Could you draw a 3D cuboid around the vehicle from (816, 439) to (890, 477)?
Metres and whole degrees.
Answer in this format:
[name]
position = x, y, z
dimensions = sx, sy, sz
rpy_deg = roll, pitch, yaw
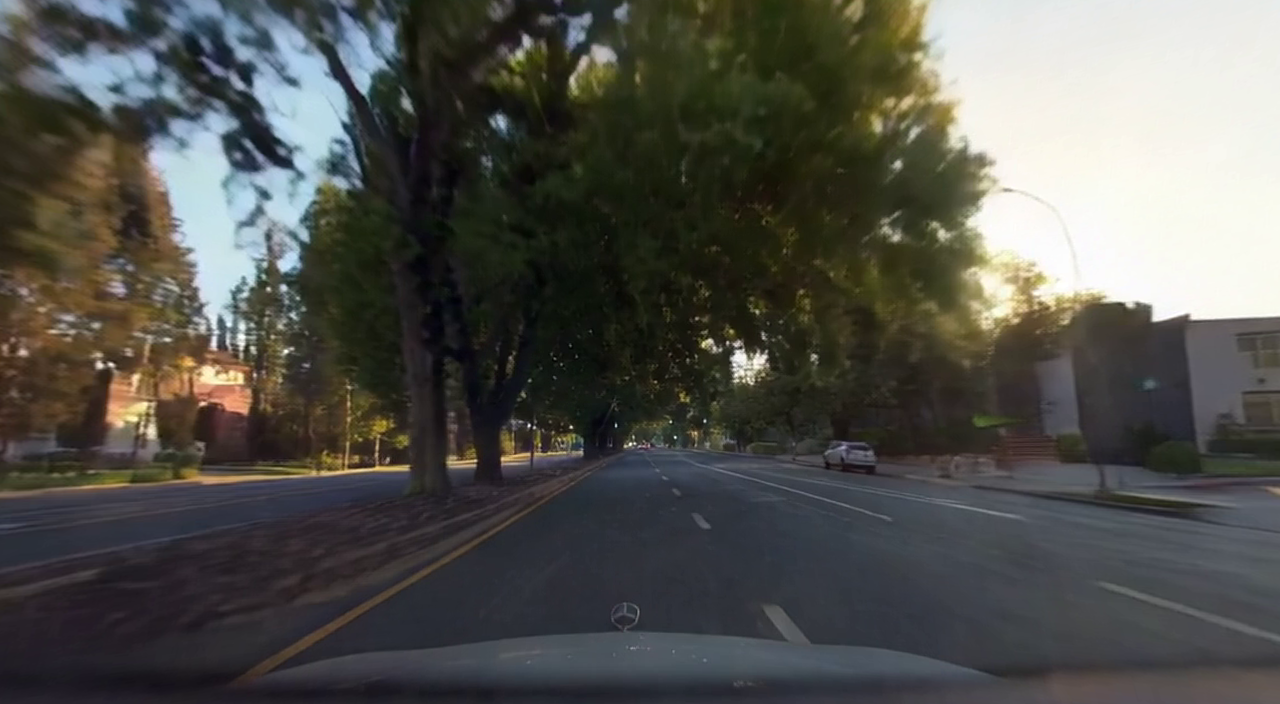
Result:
[vehicle]
position = 10.107, 5.052, 30.368
dimensions = 2.044, 1.705, 4.668
rpy_deg = 0, -9, 1
